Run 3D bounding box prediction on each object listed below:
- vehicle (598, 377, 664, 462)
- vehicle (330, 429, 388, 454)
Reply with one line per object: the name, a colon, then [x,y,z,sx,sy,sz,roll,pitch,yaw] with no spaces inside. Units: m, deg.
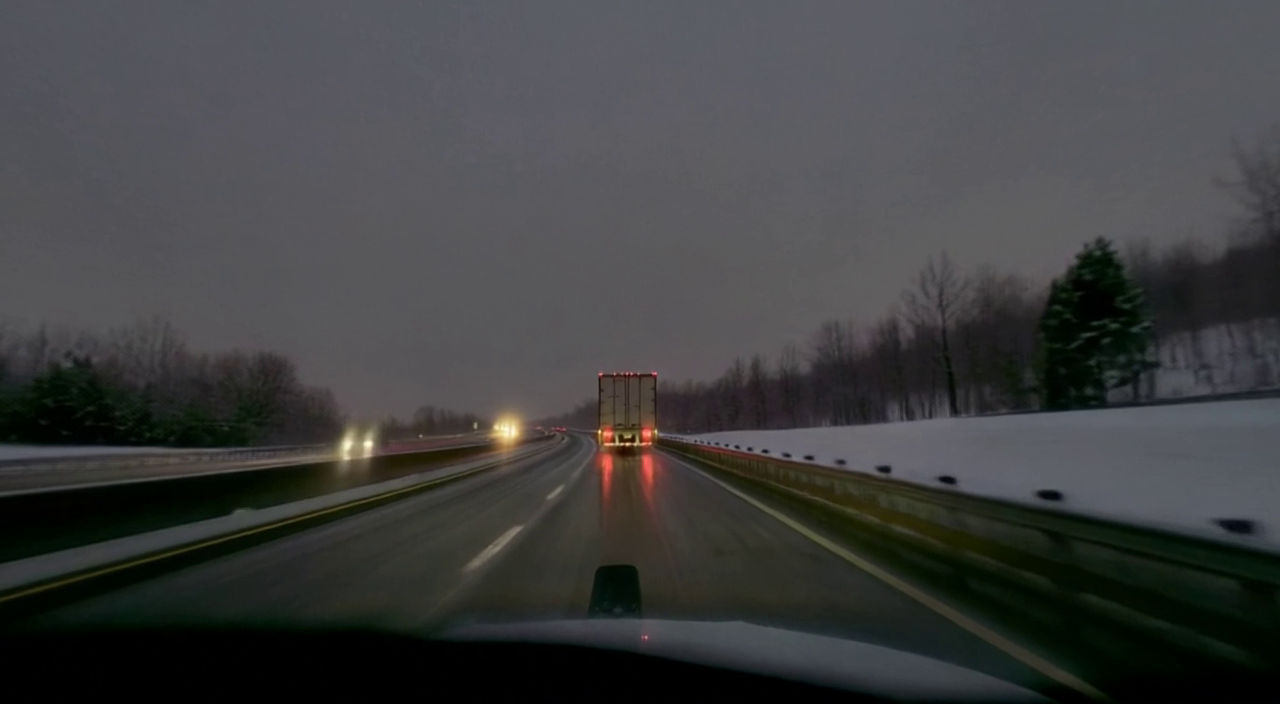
vehicle: [-0.633,3.828,34.500,3.023,3.965,10.402,0,-8,-2]
vehicle: [-18.340,5.849,41.320,1.879,1.515,4.554,0,-8,-2]
